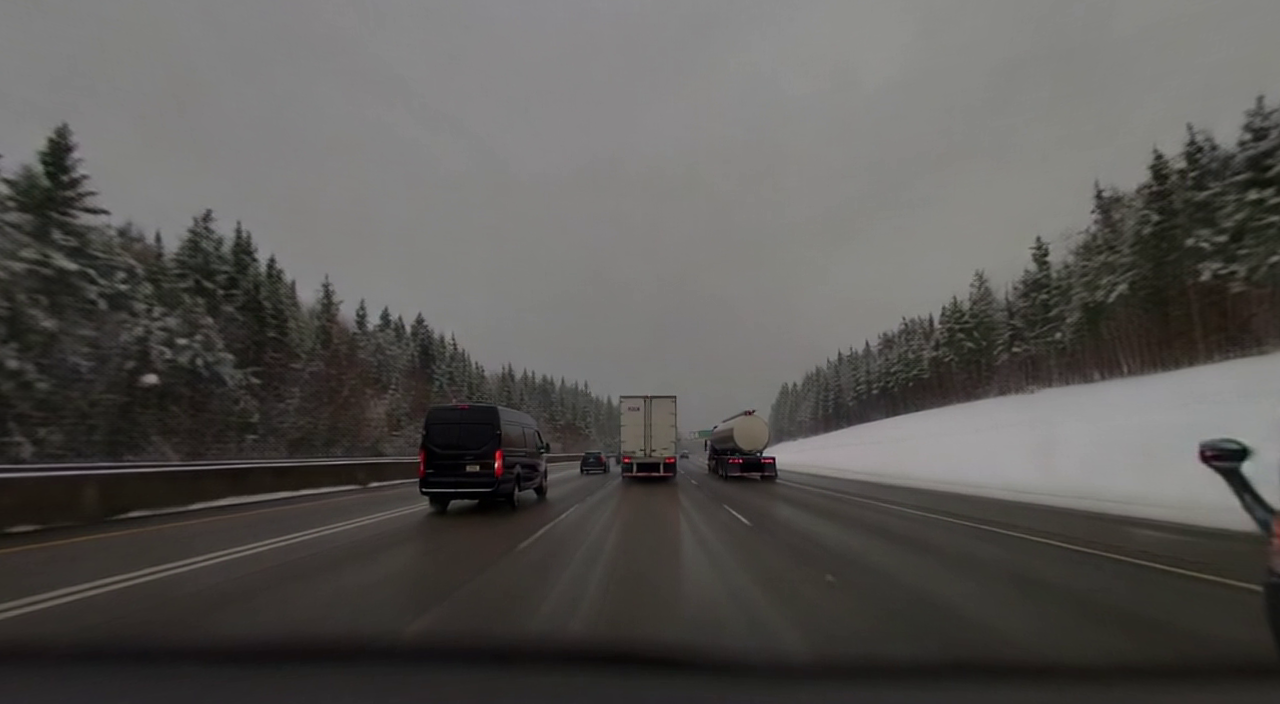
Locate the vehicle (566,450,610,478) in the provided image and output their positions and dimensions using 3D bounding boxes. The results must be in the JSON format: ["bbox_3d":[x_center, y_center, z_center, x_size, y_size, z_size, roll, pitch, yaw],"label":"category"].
[{"bbox_3d":[-3.164,6.942,39.383,2.134,1.652,4.439,-1,-9,3],"label":"vehicle"}]

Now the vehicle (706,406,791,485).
[{"bbox_3d":[5.410,5.062,33.796,2.706,3.500,11.483,0,-9,1],"label":"vehicle"}]

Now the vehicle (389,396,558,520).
[{"bbox_3d":[-3.897,2.720,16.435,2.525,2.572,6.260,0,-9,2],"label":"vehicle"}]

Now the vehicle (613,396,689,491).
[{"bbox_3d":[0.237,4.078,27.562,2.773,3.455,9.118,0,-10,-2],"label":"vehicle"}]
